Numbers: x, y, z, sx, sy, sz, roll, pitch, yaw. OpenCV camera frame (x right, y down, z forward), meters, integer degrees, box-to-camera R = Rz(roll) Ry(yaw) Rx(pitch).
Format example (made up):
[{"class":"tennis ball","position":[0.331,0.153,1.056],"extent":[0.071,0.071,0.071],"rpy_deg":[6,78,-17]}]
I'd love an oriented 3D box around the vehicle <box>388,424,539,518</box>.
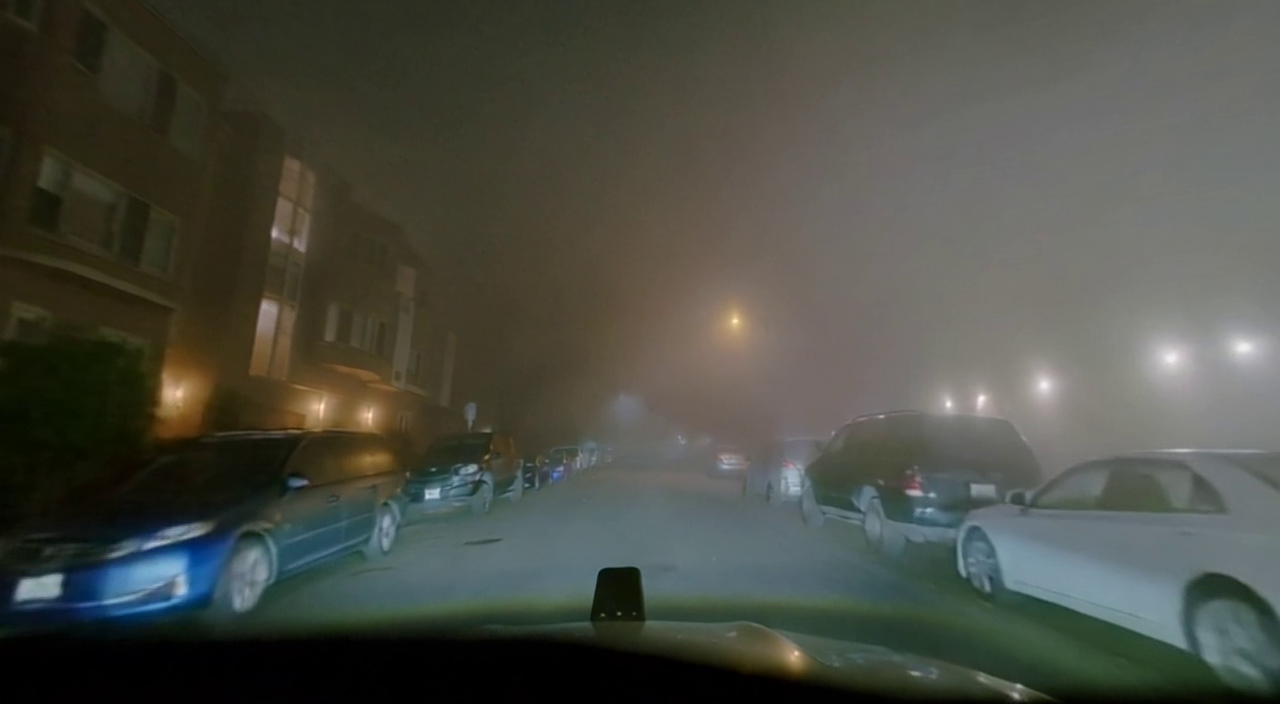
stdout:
[{"class":"vehicle","position":[-4.563,3.185,17.483],"extent":[2.461,2.145,5.415],"rpy_deg":[0,-9,1]}]

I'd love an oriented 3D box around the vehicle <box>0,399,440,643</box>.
[{"class":"vehicle","position":[-4.712,1.756,7.816],"extent":[2.683,1.923,5.421],"rpy_deg":[0,-9,0]}]

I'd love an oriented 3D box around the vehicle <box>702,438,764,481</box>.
[{"class":"vehicle","position":[4.434,5.206,30.861],"extent":[2.306,1.901,4.908],"rpy_deg":[0,-9,0]}]

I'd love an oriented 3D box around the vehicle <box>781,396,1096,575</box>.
[{"class":"vehicle","position":[3.897,1.880,9.708],"extent":[1.995,1.944,5.400],"rpy_deg":[1,-9,-3]}]

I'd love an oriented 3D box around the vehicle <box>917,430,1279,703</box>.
[{"class":"vehicle","position":[3.940,1.324,4.474],"extent":[1.808,1.437,4.337],"rpy_deg":[1,-9,-3]}]
